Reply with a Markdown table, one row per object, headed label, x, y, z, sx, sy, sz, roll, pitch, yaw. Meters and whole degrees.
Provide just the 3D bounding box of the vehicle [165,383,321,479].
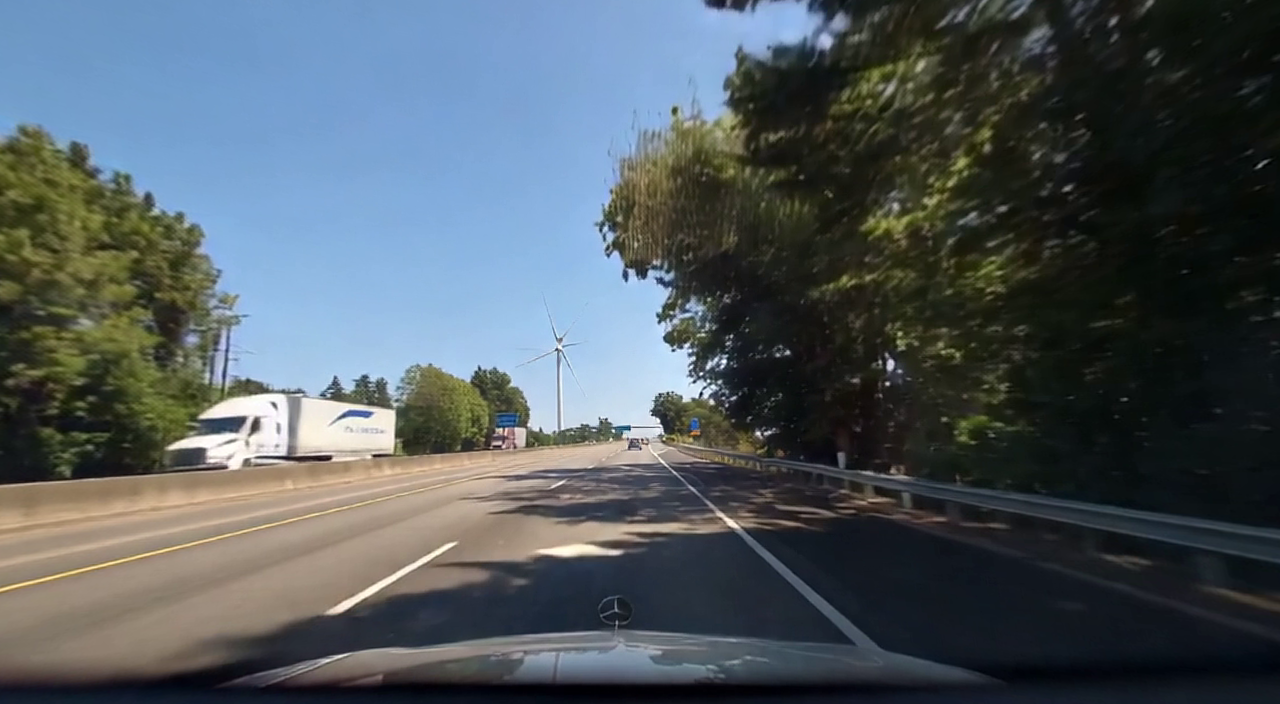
| label | x | y | z | sx | sy | sz | roll | pitch | yaw |
| --- | --- | --- | --- | --- | --- | --- | --- | --- | --- |
| vehicle | -17.283 | 3.563 | 28.020 | 2.995 | 3.776 | 5.874 | 0 | -8 | -1 |
